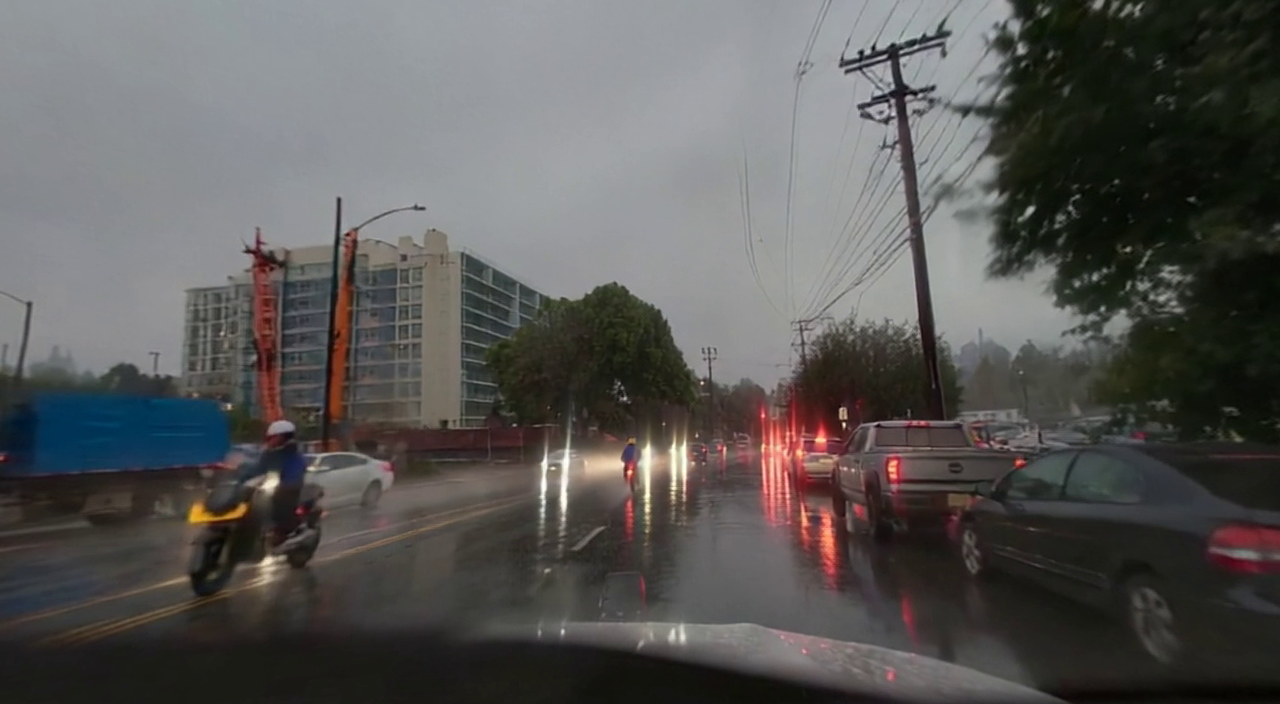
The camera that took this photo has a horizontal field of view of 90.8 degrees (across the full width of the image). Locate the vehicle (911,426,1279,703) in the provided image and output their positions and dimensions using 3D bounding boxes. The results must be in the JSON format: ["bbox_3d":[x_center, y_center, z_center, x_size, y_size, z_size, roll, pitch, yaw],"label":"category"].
[{"bbox_3d":[3.976,1.396,5.078,1.826,1.469,4.608,-1,-8,4],"label":"vehicle"}]

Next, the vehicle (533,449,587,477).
[{"bbox_3d":[-4.949,6.917,39.644,1.905,1.536,4.714,-2,-9,12],"label":"vehicle"}]

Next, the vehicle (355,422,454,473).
[{"bbox_3d":[-17.586,7.220,48.126,3.283,3.441,8.669,-3,-8,8],"label":"vehicle"}]

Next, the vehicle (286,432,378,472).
[{"bbox_3d":[-23.722,7.717,49.076,2.933,2.907,6.416,-3,-8,13],"label":"vehicle"}]

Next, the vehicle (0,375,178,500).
[{"bbox_3d":[-19.918,2.062,15.207,3.442,3.445,16.952,-2,-8,6],"label":"vehicle"}]

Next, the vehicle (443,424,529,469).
[{"bbox_3d":[-11.636,7.309,48.897,2.990,3.144,9.080,-2,-9,10],"label":"vehicle"}]

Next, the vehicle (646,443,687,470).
[{"bbox_3d":[1.760,6.683,40.601,1.925,1.602,4.090,-2,-9,12],"label":"vehicle"}]
